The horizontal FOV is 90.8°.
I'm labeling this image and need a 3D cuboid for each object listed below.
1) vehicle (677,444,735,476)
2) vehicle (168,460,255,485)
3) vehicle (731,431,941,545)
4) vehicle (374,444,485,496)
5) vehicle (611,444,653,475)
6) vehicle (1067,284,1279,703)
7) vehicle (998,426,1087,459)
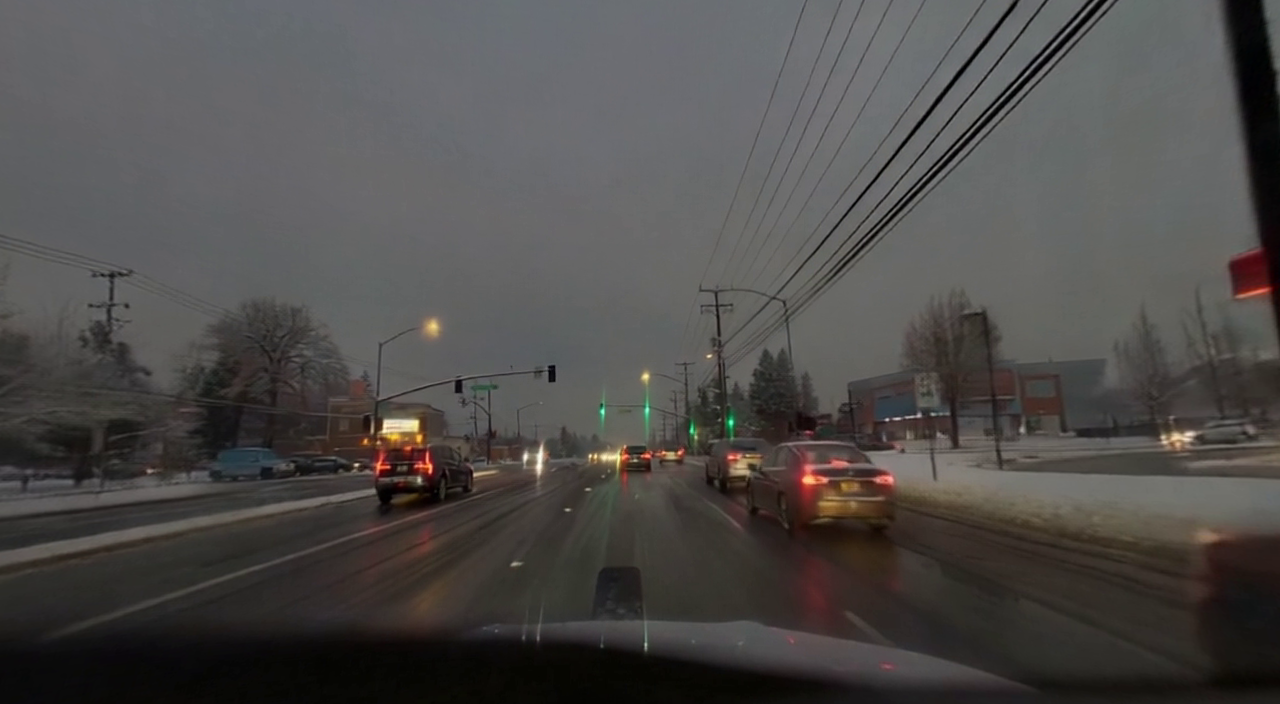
[{"bbox_3d":[3.143,5.266,31.022,2.208,1.436,4.542,0,-9,-2],"label":"vehicle"},{"bbox_3d":[-30.127,8.471,44.479,4.989,1.567,2.075,-1,-9,12],"label":"vehicle"},{"bbox_3d":[2.919,2.130,10.603,1.945,1.470,4.363,0,-9,-3],"label":"vehicle"},{"bbox_3d":[-6.528,3.687,20.168,2.075,1.470,4.190,0,-9,0],"label":"vehicle"},{"bbox_3d":[-0.433,5.508,32.694,2.065,1.484,3.894,0,-9,-1],"label":"vehicle"},{"bbox_3d":[3.217,0.454,0.523,2.124,1.824,4.973,0,-9,-1],"label":"vehicle"},{"bbox_3d":[19.687,4.523,31.182,2.140,1.485,4.425,-2,-10,11],"label":"vehicle"}]
